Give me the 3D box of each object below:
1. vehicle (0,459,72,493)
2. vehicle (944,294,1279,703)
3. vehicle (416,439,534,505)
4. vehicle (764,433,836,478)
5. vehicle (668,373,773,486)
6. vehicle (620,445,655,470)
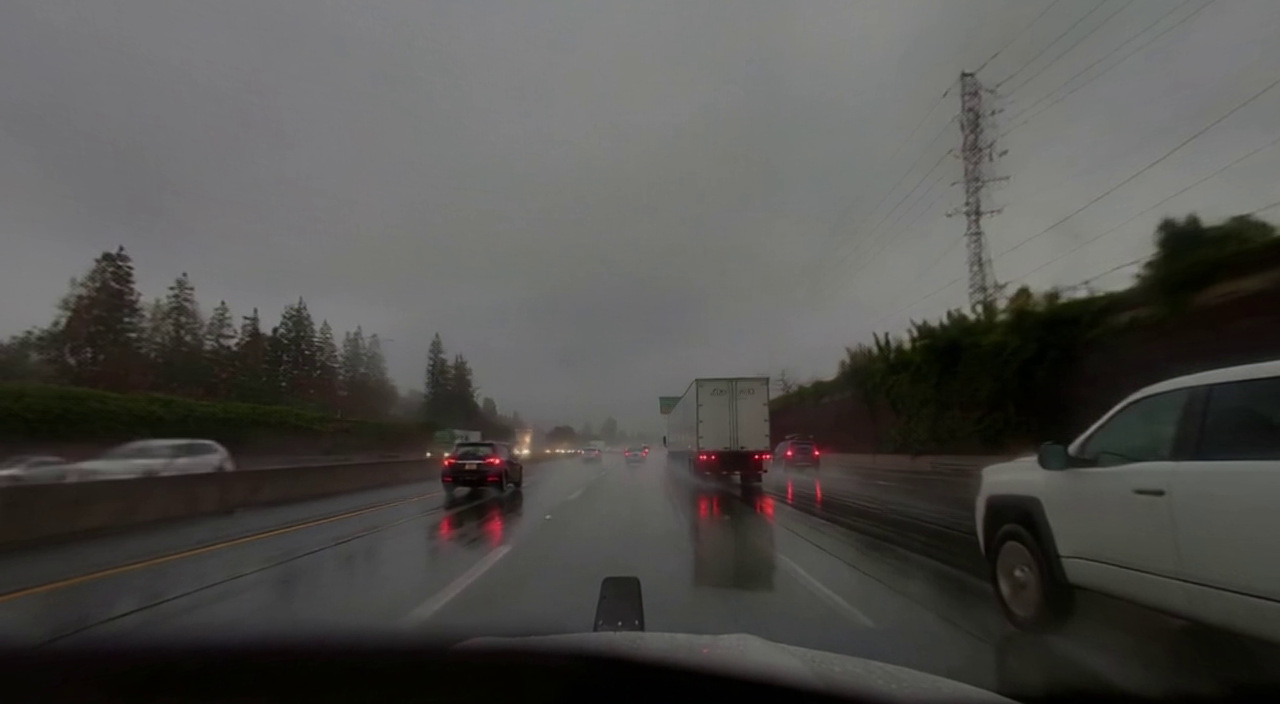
[{"bbox_3d":[-30.315,5.925,30.249,1.956,1.447,4.610,0,-8,-4],"label":"vehicle"},{"bbox_3d":[3.375,0.721,2.185,2.132,1.869,4.978,0,-8,0],"label":"vehicle"},{"bbox_3d":[-4.115,3.038,16.394,1.968,1.507,3.829,0,-8,1],"label":"vehicle"},{"bbox_3d":[7.353,4.787,29.408,2.079,1.938,4.630,0,-8,-1],"label":"vehicle"},{"bbox_3d":[3.304,3.990,31.145,2.907,4.109,16.177,0,-8,-1],"label":"vehicle"},{"bbox_3d":[-0.136,6.472,38.862,2.047,1.485,3.938,0,-8,1],"label":"vehicle"}]
